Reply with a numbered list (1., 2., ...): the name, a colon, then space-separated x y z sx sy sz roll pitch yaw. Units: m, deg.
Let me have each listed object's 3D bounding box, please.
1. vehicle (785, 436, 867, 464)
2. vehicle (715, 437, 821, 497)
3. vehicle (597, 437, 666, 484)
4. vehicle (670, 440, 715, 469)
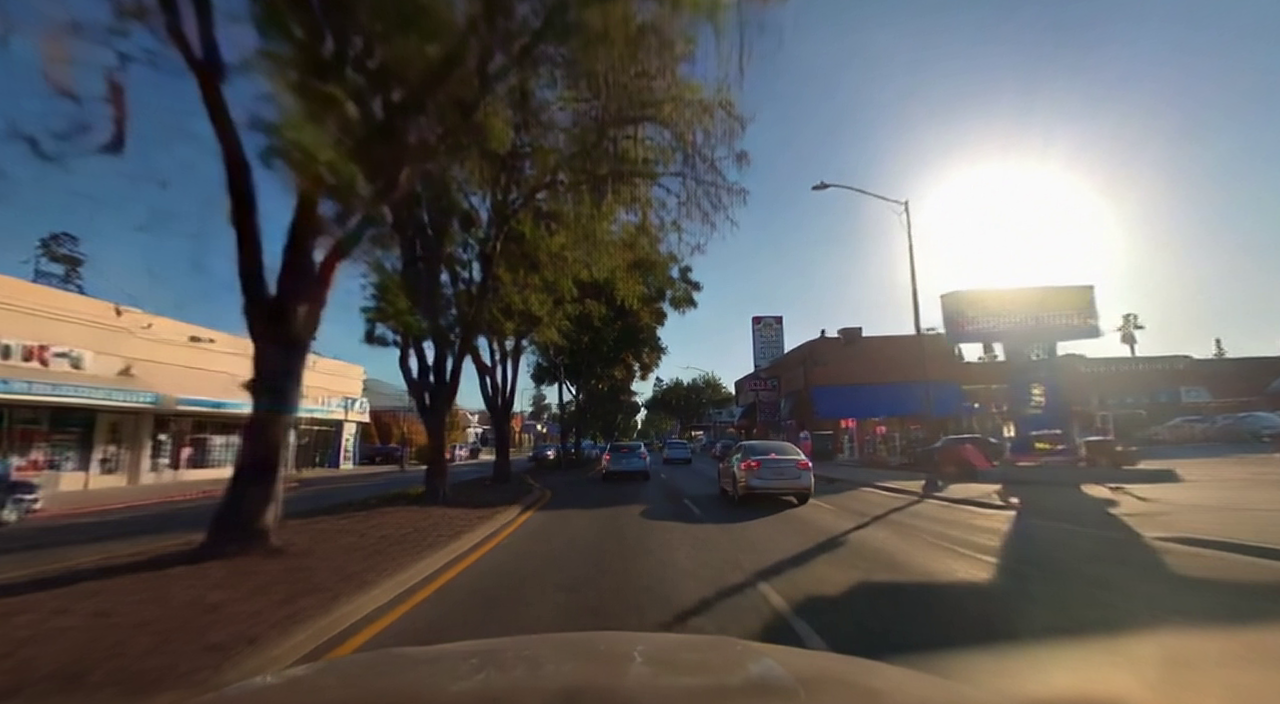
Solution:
1. vehicle: 11.488 6.061 39.243 4.291 1.652 2.122 1 -9 -6
2. vehicle: 3.434 3.184 17.886 2.060 1.471 4.168 0 -9 -1
3. vehicle: -0.299 3.845 22.739 2.232 1.508 4.319 0 -9 -1
4. vehicle: 2.897 5.796 35.895 2.098 1.527 3.966 0 -9 -2
